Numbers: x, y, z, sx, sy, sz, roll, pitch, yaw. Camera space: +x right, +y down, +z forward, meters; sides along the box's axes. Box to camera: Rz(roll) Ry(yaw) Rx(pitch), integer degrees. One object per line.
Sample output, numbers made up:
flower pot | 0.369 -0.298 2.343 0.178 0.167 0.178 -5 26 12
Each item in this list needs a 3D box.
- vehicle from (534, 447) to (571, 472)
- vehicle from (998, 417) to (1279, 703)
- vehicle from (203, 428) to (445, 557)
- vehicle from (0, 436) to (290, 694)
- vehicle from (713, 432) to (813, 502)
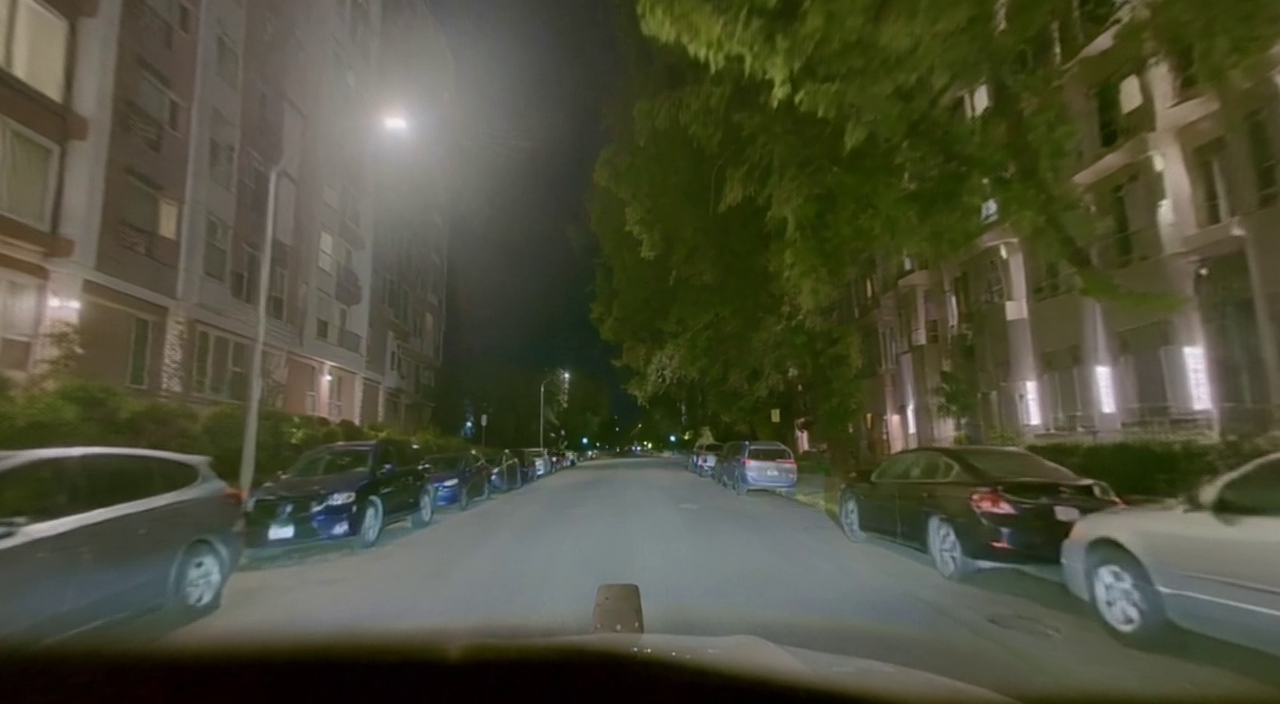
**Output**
vehicle | -5.578 6.863 40.581 1.647 1.481 4.433 0 -8 1
vehicle | 4.070 1.084 3.064 1.707 1.528 4.812 0 -8 -2
vehicle | -5.024 2.249 10.970 1.922 1.728 4.628 0 -8 -2
vehicle | -4.901 1.429 4.652 2.049 1.509 4.783 -2 -7 -2
vehicle | 3.499 3.371 19.058 1.912 1.781 5.159 0 -8 -1
